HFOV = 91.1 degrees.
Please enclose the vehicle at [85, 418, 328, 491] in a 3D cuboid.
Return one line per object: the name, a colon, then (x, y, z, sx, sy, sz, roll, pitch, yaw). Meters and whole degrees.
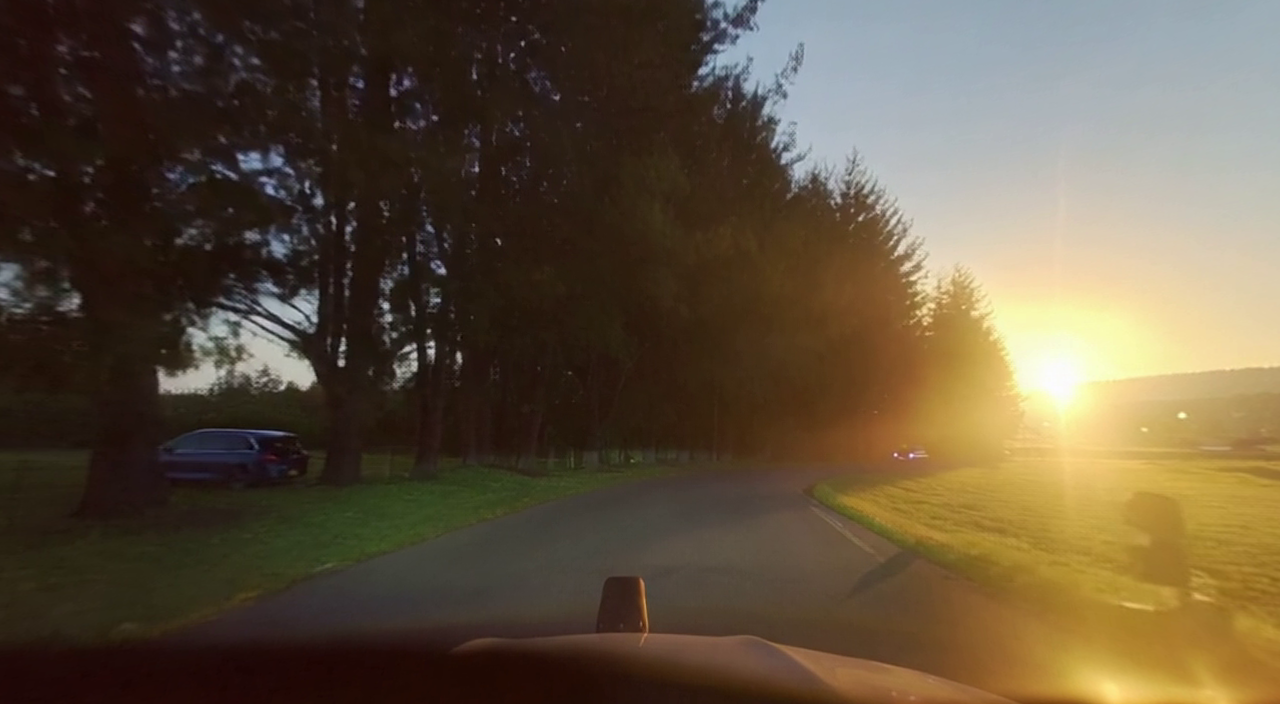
vehicle: (-10.295, 2.452, 15.122, 4.594, 1.607, 1.873, -1, -9, 6)
